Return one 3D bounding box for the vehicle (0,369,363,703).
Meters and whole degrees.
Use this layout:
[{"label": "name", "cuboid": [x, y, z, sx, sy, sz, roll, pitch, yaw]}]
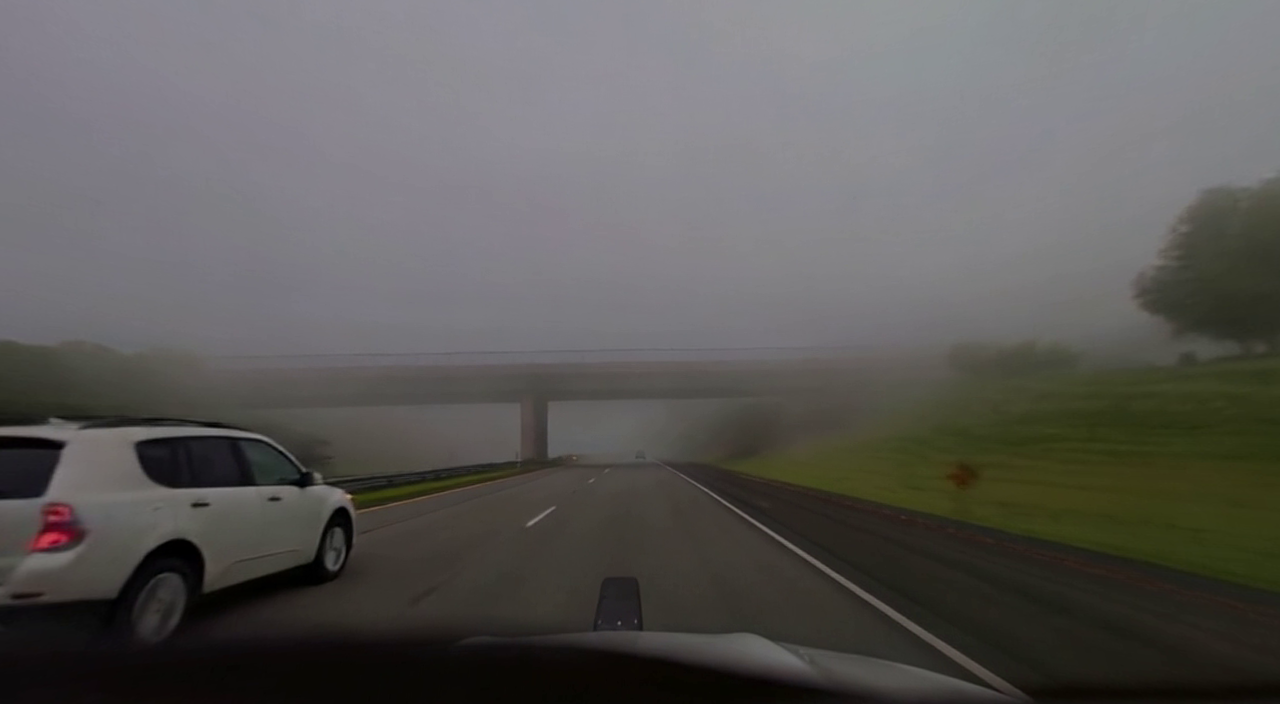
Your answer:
[{"label": "vehicle", "cuboid": [-3.887, 1.137, 4.211, 2.082, 1.668, 4.274, 0, -9, 0]}]
